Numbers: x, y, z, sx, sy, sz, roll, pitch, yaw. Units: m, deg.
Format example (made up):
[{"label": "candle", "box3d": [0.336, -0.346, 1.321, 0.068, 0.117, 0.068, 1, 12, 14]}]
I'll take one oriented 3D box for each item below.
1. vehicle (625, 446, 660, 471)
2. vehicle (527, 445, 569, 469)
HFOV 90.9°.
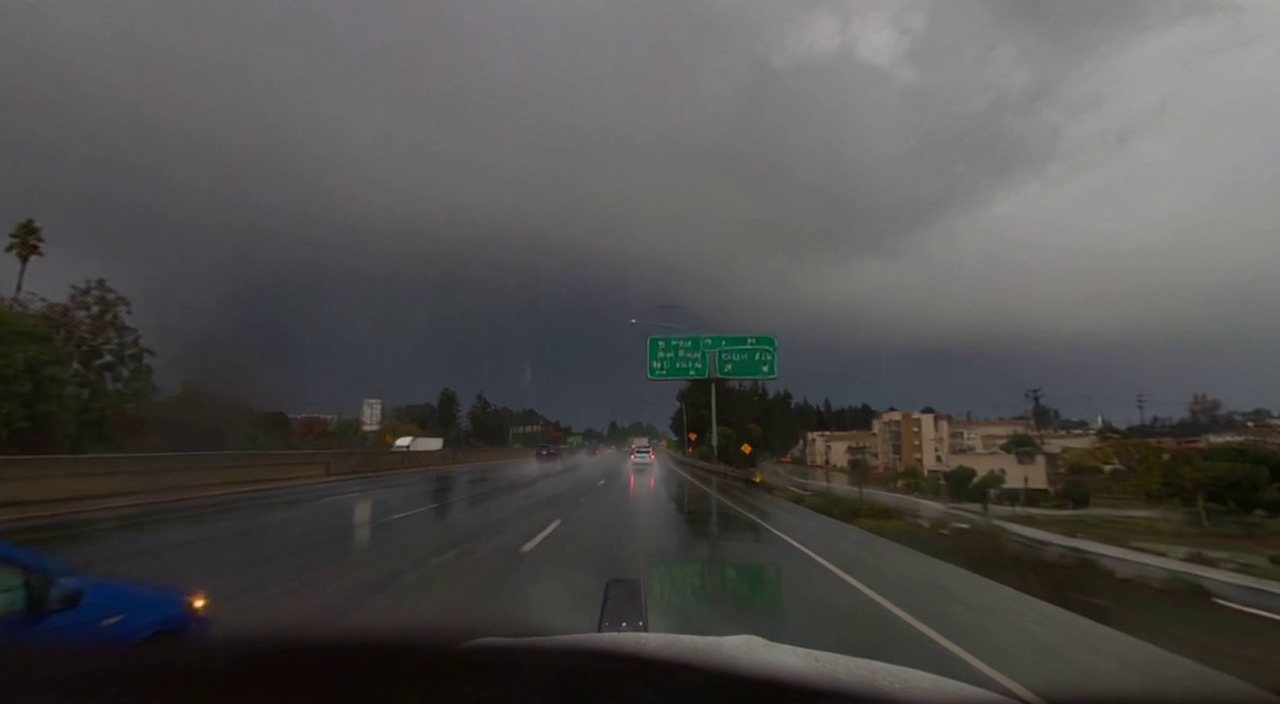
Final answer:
[{"label": "vehicle", "box3d": [0.166, 6.476, 38.538, 2.051, 1.443, 3.770, 0, -8, 0]}, {"label": "vehicle", "box3d": [-6.173, 7.061, 42.755, 2.075, 1.528, 4.327, 0, -8, 1]}]
